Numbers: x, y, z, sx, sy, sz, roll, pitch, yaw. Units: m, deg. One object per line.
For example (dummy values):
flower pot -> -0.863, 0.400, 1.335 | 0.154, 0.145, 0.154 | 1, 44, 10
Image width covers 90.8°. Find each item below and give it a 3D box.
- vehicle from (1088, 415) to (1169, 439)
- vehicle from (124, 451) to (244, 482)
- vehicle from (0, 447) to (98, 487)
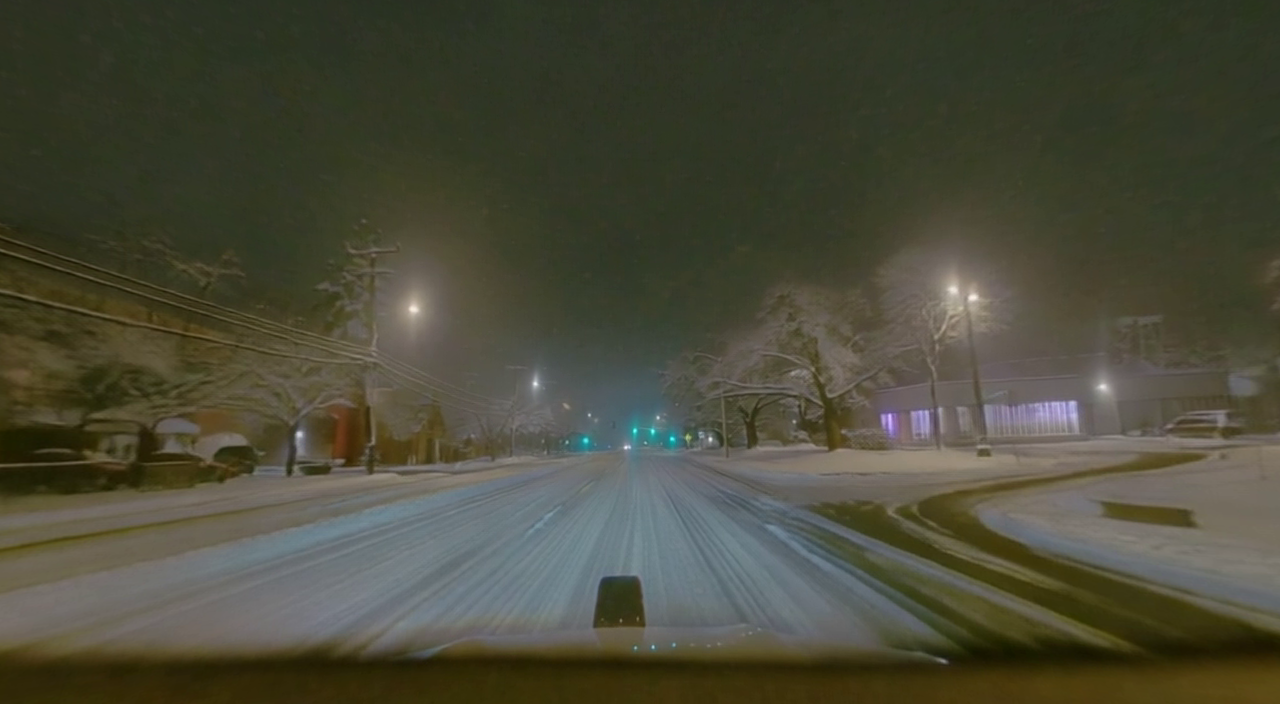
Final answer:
vehicle -> 32.503, 5.039, 42.094 | 3.904, 1.508, 1.724 | 0, -9, 1
vehicle -> -23.265, 5.857, 32.358 | 4.686, 1.495, 1.879 | 0, -9, 1
vehicle -> -28.397, 5.293, 29.277 | 4.626, 1.753, 2.054 | 0, -9, 1
